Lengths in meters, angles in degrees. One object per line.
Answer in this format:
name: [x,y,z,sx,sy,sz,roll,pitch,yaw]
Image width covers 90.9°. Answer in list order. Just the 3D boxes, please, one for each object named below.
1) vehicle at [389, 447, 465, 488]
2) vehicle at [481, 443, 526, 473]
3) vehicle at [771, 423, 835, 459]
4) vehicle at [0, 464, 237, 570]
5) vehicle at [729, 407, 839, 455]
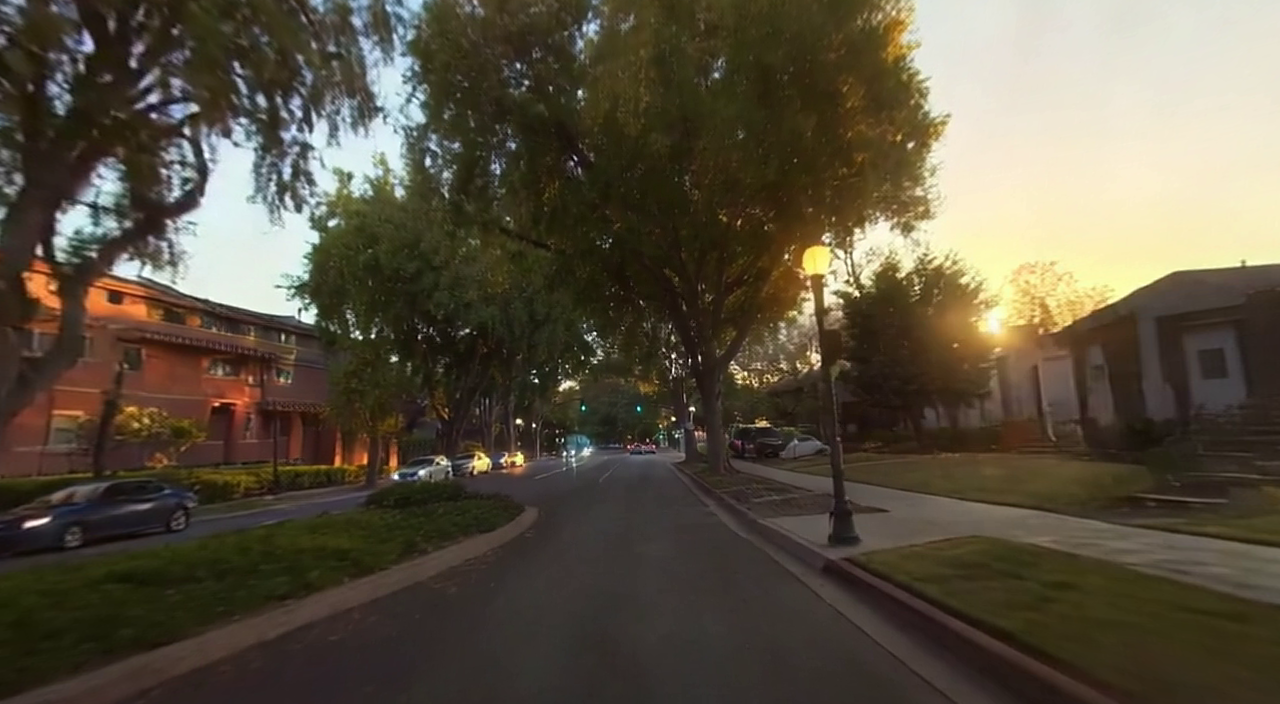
vehicle: [-10.485,5.656,31.380,1.995,1.657,4.609,-6,-8,2]
vehicle: [-10.270,7.988,47.771,2.232,1.961,5.739,-3,-9,-2]
vehicle: [8.566,4.755,33.603,1.999,1.753,4.995,0,-8,0]
vehicle: [-10.220,2.980,12.146,1.892,1.484,4.576,0,-8,-1]
vehicle: [8.760,4.909,38.585,6.019,2.672,2.563,-5,-10,27]
